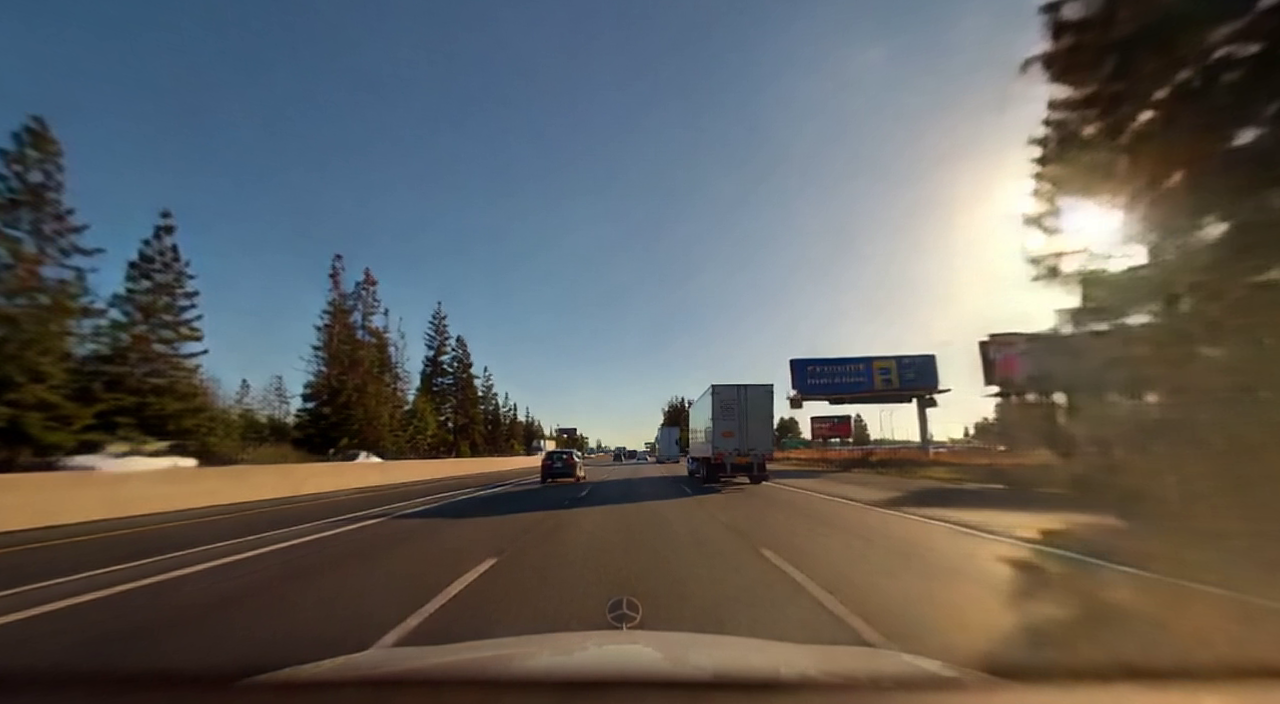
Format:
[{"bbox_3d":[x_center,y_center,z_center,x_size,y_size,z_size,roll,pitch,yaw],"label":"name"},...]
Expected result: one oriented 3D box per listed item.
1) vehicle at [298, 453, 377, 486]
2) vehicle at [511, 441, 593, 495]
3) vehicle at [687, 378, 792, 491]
[{"bbox_3d":[-15.843,6.155,33.311,1.928,1.577,4.444,0,-9,0],"label":"vehicle"},{"bbox_3d":[-3.157,4.312,23.823,2.291,1.788,4.825,0,-9,1],"label":"vehicle"},{"bbox_3d":[4.282,4.226,30.988,2.826,4.269,14.176,0,-9,0],"label":"vehicle"}]
